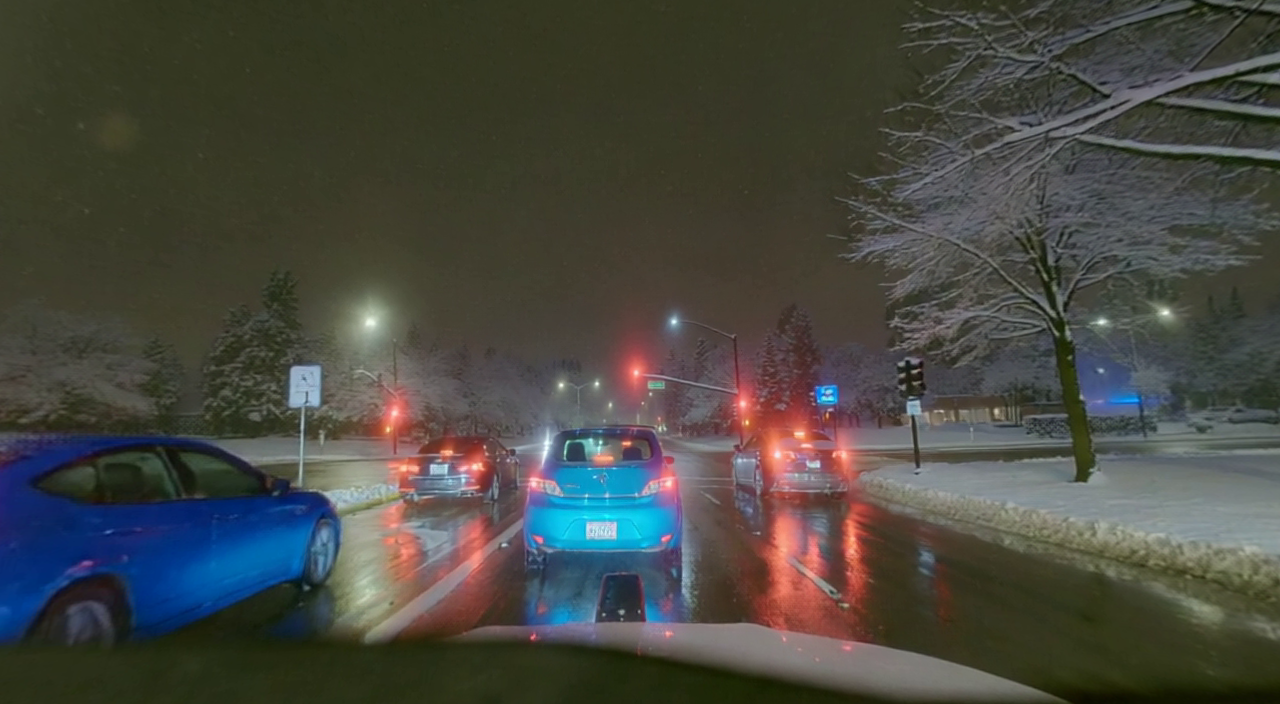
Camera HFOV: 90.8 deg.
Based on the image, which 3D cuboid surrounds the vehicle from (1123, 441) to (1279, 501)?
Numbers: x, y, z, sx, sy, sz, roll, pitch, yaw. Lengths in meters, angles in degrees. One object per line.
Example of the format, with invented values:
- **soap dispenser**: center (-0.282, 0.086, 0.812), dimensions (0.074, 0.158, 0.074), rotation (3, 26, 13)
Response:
- **vehicle**: center (15.178, 3.029, 16.267), dimensions (3.951, 1.418, 1.842), rotation (0, -8, -3)

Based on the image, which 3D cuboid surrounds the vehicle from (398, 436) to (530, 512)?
- **vehicle**: center (-3.778, 2.669, 14.309), dimensions (1.998, 1.452, 3.773), rotation (0, -8, -2)

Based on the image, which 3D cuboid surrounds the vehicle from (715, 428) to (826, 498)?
- **vehicle**: center (3.432, 3.005, 17.511), dimensions (2.028, 1.678, 4.220), rotation (0, -8, -2)

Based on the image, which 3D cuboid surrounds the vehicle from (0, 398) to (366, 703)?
- **vehicle**: center (-3.771, 1.160, 4.092), dimensions (2.074, 1.485, 4.395), rotation (0, -8, -1)

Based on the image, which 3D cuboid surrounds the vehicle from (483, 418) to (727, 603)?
- **vehicle**: center (-0.357, 1.642, 7.479), dimensions (2.045, 1.533, 4.183), rotation (0, -8, -2)
